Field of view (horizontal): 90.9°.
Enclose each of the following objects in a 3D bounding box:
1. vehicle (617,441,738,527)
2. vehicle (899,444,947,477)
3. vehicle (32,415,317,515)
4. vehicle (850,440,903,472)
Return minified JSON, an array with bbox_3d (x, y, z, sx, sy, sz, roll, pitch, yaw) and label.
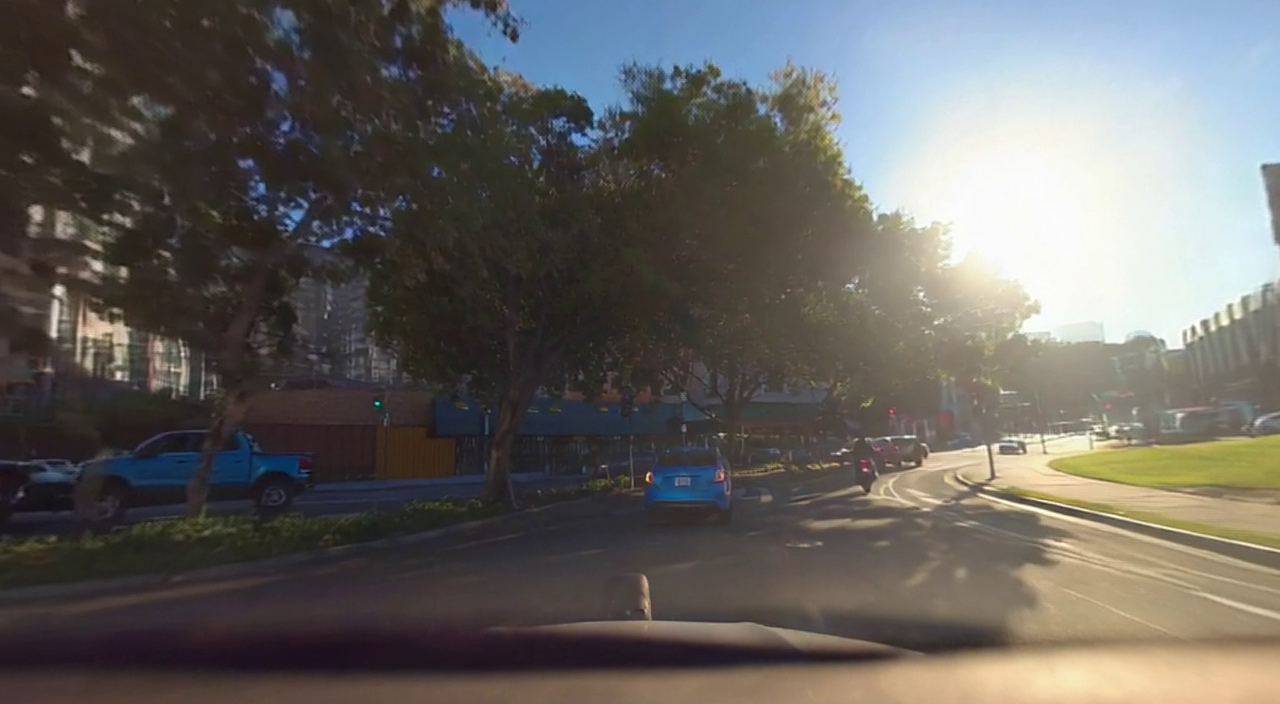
[{"bbox_3d":[0.848,2.644,13.060,2.118,1.480,3.949,-1,-9,6],"label":"vehicle"},{"bbox_3d":[14.653,5.584,32.530,1.822,1.555,3.574,-5,-11,28],"label":"vehicle"},{"bbox_3d":[-15.202,3.755,21.322,2.287,2.780,7.166,-7,-11,34],"label":"vehicle"},{"bbox_3d":[14.277,6.264,37.904,2.212,1.790,4.768,-5,-11,28],"label":"vehicle"}]
